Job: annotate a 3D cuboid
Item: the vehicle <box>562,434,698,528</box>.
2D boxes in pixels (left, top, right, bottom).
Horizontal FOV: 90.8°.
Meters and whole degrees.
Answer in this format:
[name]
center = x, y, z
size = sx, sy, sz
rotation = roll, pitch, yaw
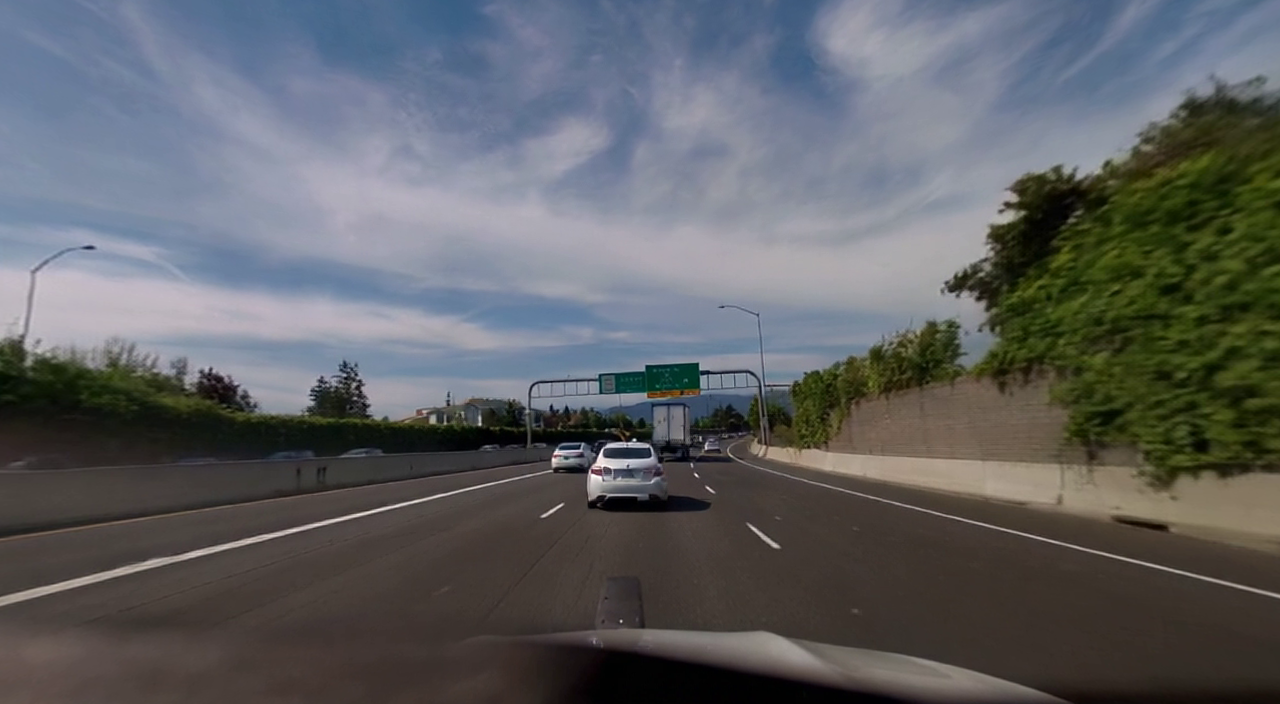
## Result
[vehicle]
center = -0.124, 2.345, 12.025
size = 2.136, 1.470, 3.971
rotation = 0, -9, 1
